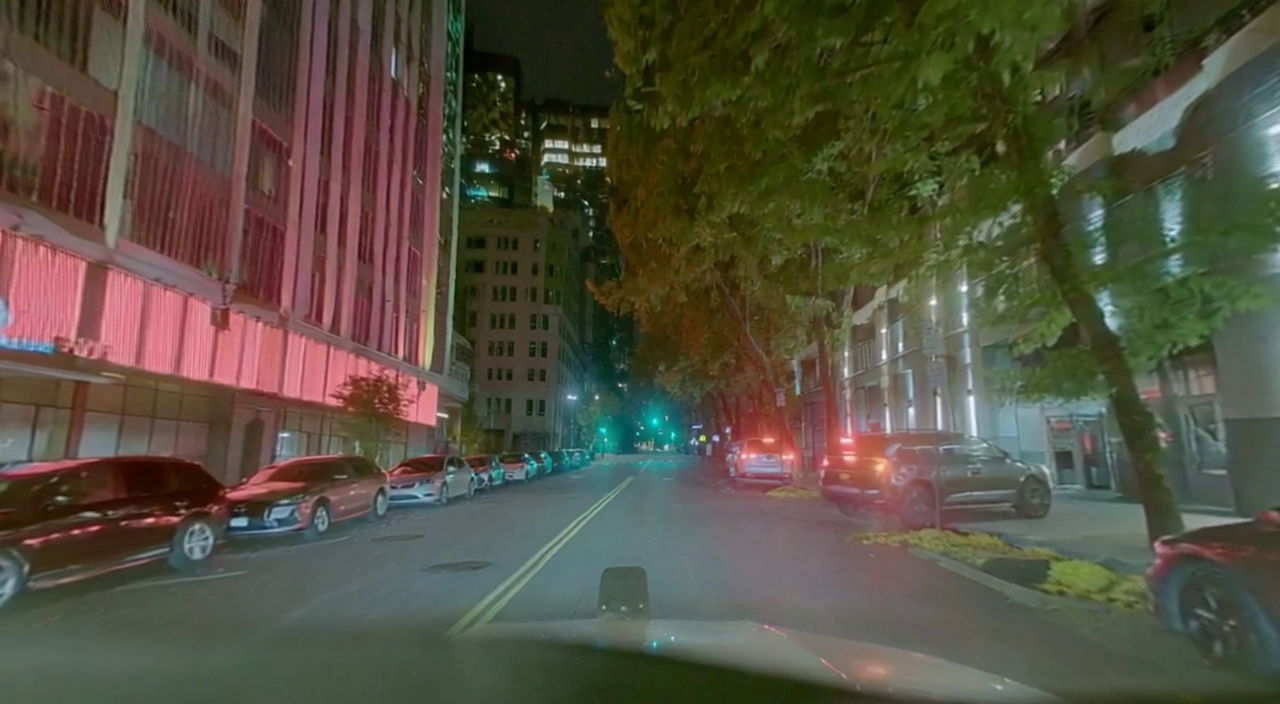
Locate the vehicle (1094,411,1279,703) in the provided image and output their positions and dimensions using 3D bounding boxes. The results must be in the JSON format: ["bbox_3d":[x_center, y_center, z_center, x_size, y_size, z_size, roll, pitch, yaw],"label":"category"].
[{"bbox_3d":[4.497,0.918,2.160,2.331,1.533,4.831,-1,-8,1],"label":"vehicle"}]

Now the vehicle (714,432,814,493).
[{"bbox_3d":[4.584,4.173,24.507,2.568,2.001,5.999,-2,-8,-1],"label":"vehicle"}]

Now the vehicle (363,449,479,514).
[{"bbox_3d":[-6.497,3.840,19.322,1.944,1.574,4.717,-2,-8,-1],"label":"vehicle"}]

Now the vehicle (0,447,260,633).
[{"bbox_3d":[-7.017,1.990,7.238,2.244,1.616,5.013,-2,-8,-1],"label":"vehicle"}]

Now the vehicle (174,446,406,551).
[{"bbox_3d":[-6.722,2.799,12.895,2.123,1.596,4.659,-2,-8,-1],"label":"vehicle"}]

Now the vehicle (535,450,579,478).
[{"bbox_3d":[-5.363,7.287,41.415,2.270,1.539,4.855,-2,-8,-1],"label":"vehicle"}]

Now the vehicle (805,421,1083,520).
[{"bbox_3d":[6.314,2.514,13.723,4.772,1.876,2.400,-1,-8,1],"label":"vehicle"}]
